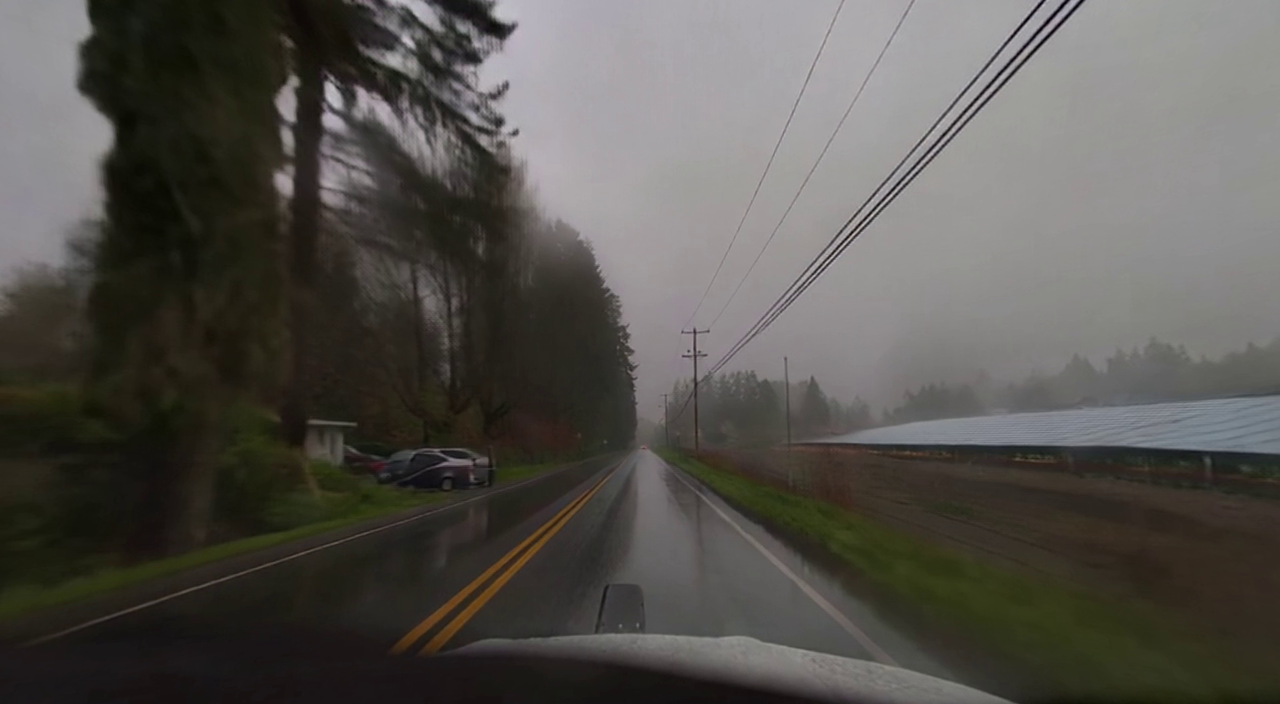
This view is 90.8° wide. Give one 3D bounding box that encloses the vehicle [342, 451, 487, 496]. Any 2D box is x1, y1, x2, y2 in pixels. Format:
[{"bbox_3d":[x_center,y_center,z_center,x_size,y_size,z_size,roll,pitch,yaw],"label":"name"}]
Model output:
[{"bbox_3d":[-8.139,4.415,23.108,4.525,1.499,1.934,-1,-8,1],"label":"vehicle"}]
